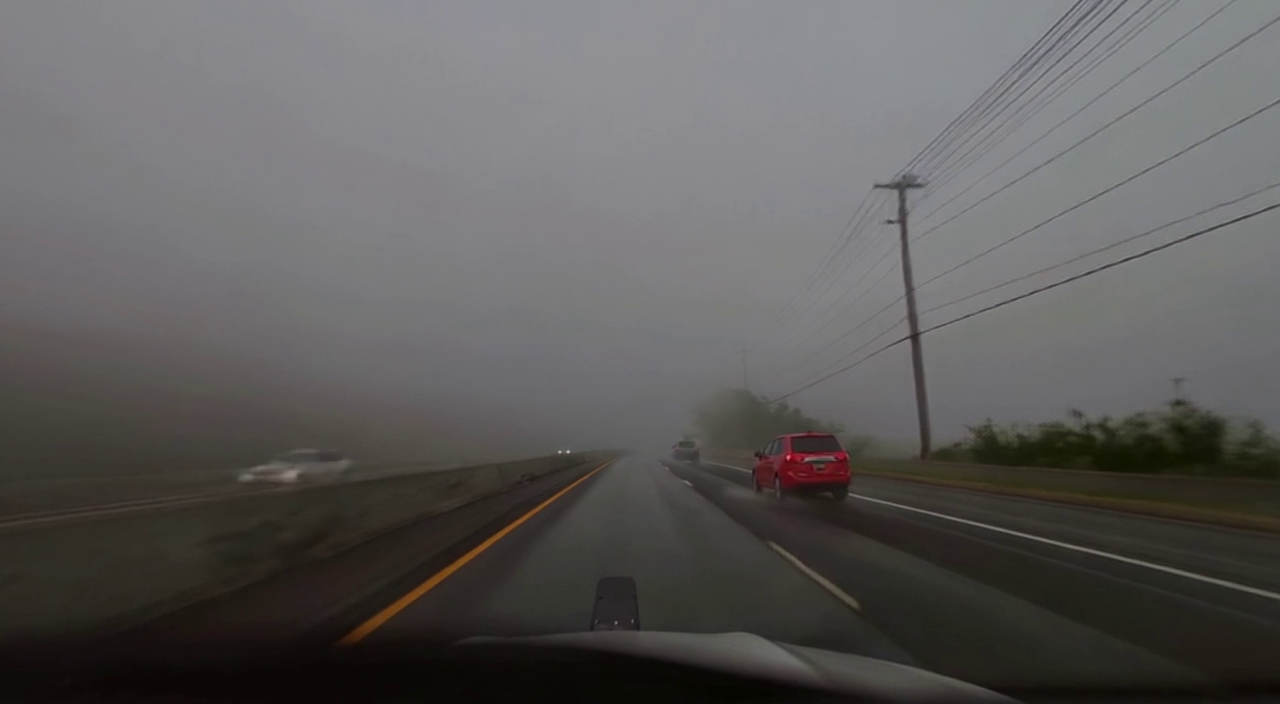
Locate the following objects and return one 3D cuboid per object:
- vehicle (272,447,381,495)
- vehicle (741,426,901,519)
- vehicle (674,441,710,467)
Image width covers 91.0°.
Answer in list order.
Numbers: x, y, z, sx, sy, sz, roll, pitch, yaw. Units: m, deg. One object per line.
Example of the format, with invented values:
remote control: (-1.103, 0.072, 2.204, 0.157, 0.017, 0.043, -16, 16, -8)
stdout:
vehicle: (-11.272, 4.272, 23.008, 1.816, 1.489, 4.295, 0, -8, -1)
vehicle: (3.517, 2.419, 13.260, 1.977, 1.581, 4.428, 0, -8, -1)
vehicle: (3.166, 6.282, 39.164, 1.868, 1.507, 3.833, 0, -8, -1)
